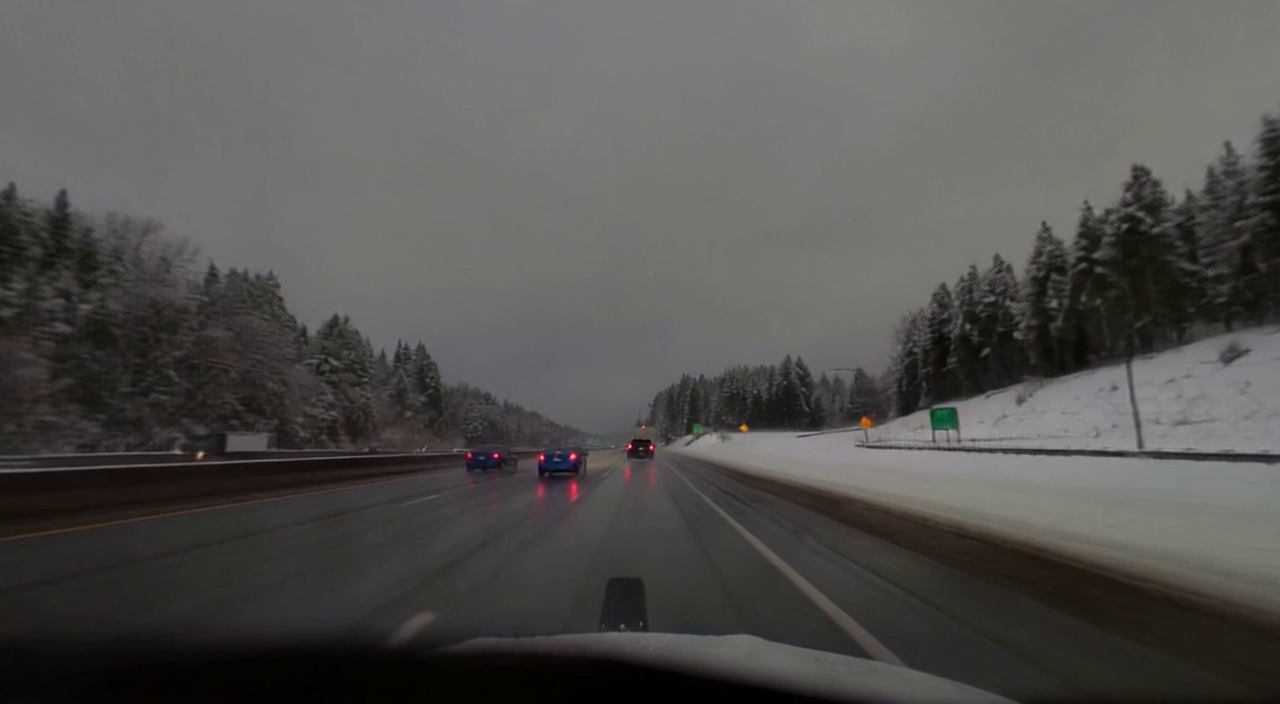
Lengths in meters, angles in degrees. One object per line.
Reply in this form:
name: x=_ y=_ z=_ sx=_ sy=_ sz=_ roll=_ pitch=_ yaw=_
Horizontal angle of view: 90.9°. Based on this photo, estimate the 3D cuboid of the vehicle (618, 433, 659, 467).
vehicle: x=-0.073 y=5.876 z=37.988 sx=2.309 sy=1.915 sz=5.130 roll=0 pitch=-8 yaw=0

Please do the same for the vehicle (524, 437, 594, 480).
vehicle: x=-3.254 y=4.399 z=26.447 sx=2.139 sy=1.589 sz=5.102 roll=0 pitch=-8 yaw=1

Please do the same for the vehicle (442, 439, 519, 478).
vehicle: x=-6.783 y=4.562 z=27.346 sx=2.009 sy=1.519 sz=4.697 roll=0 pitch=-8 yaw=1
